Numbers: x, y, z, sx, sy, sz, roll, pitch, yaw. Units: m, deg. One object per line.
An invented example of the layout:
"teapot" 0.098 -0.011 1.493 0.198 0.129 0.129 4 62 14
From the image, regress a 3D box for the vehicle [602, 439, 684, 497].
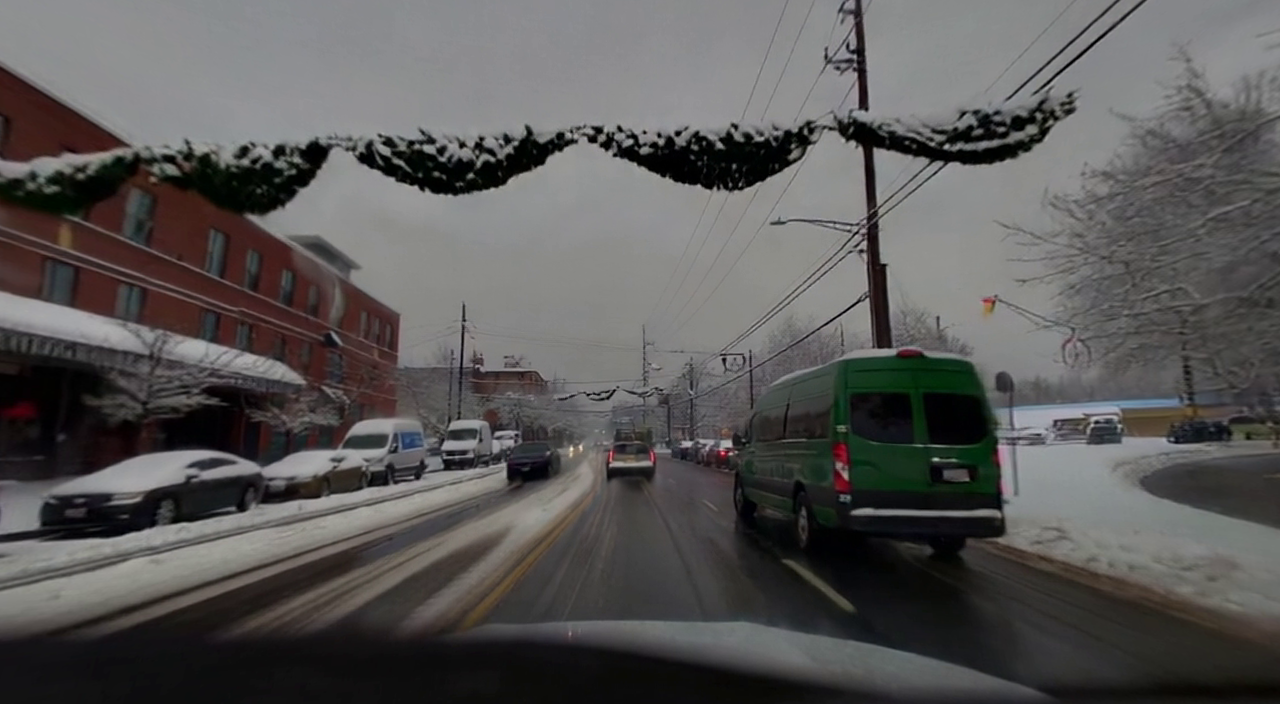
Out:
"vehicle" 0.058 3.303 18.471 2.112 1.464 4.411 0 -8 0

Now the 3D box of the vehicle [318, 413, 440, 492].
"vehicle" -9.965 3.897 24.831 2.398 2.723 5.816 0 -8 -2

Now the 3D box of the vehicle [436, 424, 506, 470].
"vehicle" -10.212 5.835 38.925 2.964 2.597 6.437 1 -8 -5

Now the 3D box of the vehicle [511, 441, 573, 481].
"vehicle" -3.912 4.425 25.914 1.974 1.484 4.400 0 -8 -2

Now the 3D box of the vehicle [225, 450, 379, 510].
"vehicle" -9.686 3.662 18.669 2.063 1.481 4.722 0 -8 -2

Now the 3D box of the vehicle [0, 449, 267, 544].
"vehicle" -9.760 2.727 12.656 1.848 1.517 4.452 0 -8 0

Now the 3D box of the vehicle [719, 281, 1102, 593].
"vehicle" 2.953 1.267 9.436 2.419 2.927 6.907 0 -8 -2
